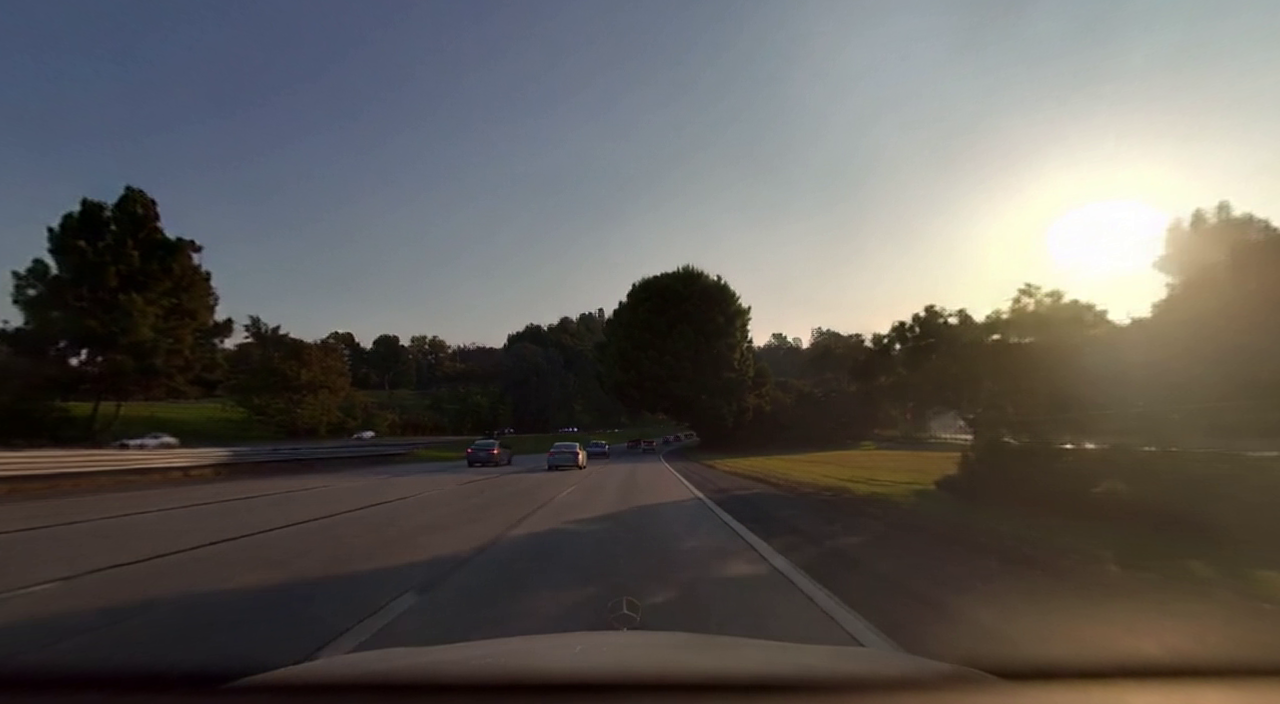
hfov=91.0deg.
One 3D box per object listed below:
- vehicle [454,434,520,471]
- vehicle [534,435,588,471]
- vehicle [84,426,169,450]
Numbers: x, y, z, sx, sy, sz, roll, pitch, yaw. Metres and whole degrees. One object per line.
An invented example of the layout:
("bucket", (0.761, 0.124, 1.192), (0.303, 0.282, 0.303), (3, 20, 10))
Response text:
("vehicle", (-7.604, 5.062, 31.828), (2.108, 1.686, 4.556), (0, -9, 1))
("vehicle", (-3.932, 5.116, 31.936), (2.035, 1.673, 4.469), (0, -9, 2))
("vehicle", (-33.558, 5.694, 41.313), (1.827, 1.487, 4.306), (0, -9, 1))
